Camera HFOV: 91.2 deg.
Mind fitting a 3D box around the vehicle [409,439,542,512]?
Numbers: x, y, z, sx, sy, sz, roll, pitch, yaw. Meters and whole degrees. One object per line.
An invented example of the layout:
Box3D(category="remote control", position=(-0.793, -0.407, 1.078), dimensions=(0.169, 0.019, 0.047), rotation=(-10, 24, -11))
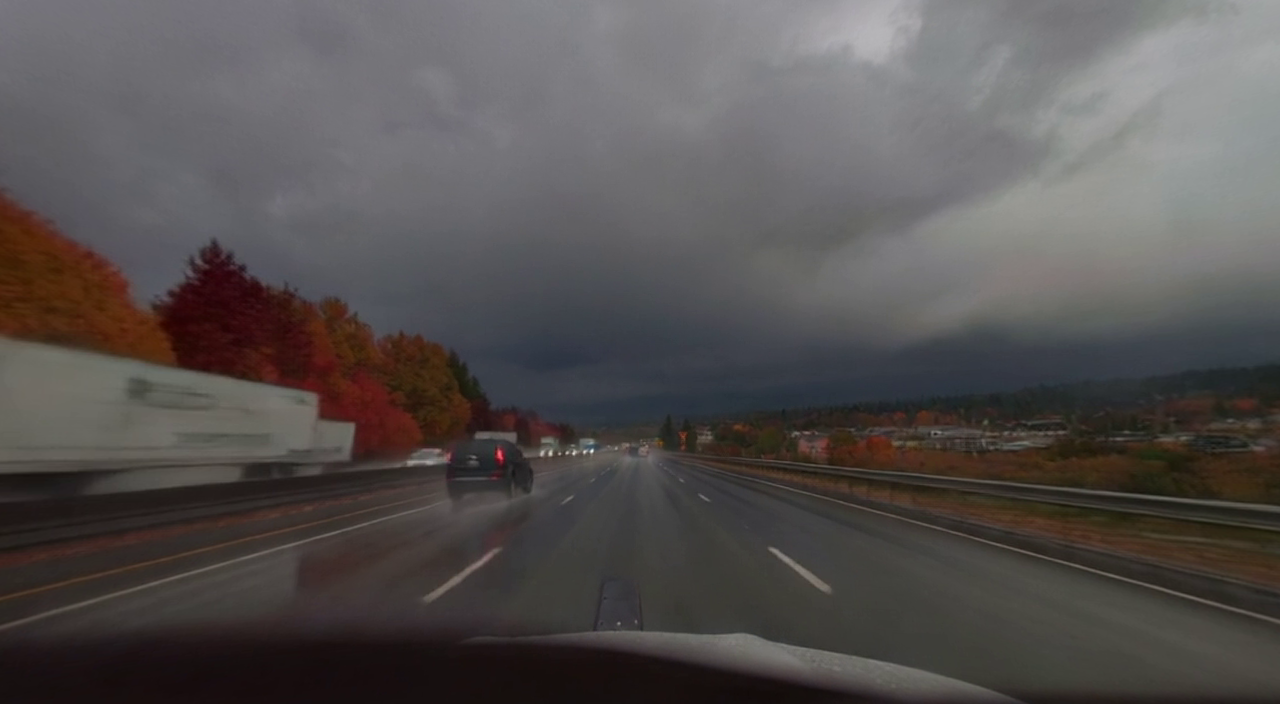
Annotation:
Box3D(category="vehicle", position=(-3.995, 3.089, 16.207), dimensions=(2.153, 1.577, 4.707), rotation=(0, -9, 0))

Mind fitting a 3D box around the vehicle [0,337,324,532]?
Box3D(category="vehicle", position=(-14.840, 2.488, 17.975), dimensions=(2.934, 4.021, 16.786), rotation=(0, -9, 0))
